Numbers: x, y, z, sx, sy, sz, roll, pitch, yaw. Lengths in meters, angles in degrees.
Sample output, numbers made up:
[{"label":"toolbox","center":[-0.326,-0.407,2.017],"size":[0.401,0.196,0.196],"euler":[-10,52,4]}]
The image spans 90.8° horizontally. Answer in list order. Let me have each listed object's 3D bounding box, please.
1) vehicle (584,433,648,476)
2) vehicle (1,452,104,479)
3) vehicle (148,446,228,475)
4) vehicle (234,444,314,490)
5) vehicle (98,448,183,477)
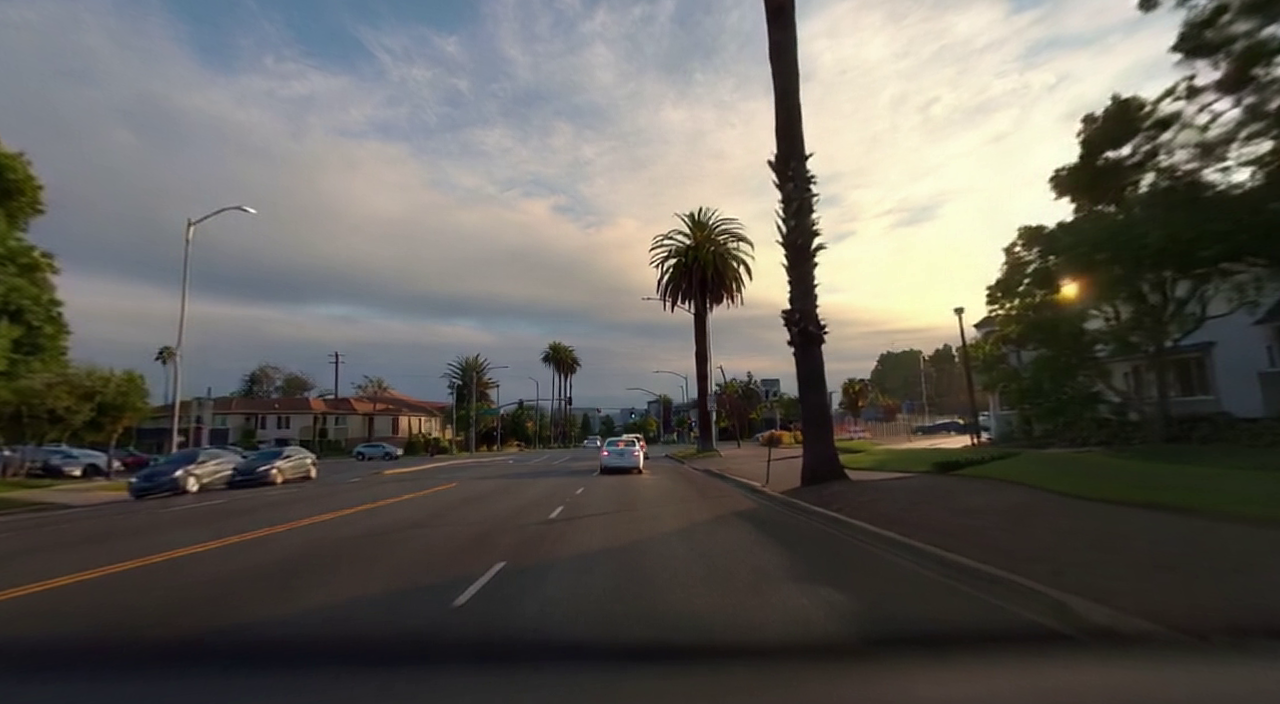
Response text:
[{"label":"vehicle","center":[-0.852,4.031,24.897],"size":[2.060,1.526,3.859],"euler":[-1,-9,5]},{"label":"vehicle","center":[-34.732,6.691,37.522],"size":[1.940,1.474,4.384],"euler":[0,-9,-1]},{"label":"vehicle","center":[-26.694,6.412,37.458],"size":[1.816,1.586,3.958],"euler":[0,-9,-1]},{"label":"vehicle","center":[-13.353,4.184,23.333],"size":[1.903,1.487,4.784],"euler":[3,-9,-22]},{"label":"vehicle","center":[-29.204,6.427,37.101],"size":[1.812,1.585,3.938],"euler":[0,-9,-3]}]
